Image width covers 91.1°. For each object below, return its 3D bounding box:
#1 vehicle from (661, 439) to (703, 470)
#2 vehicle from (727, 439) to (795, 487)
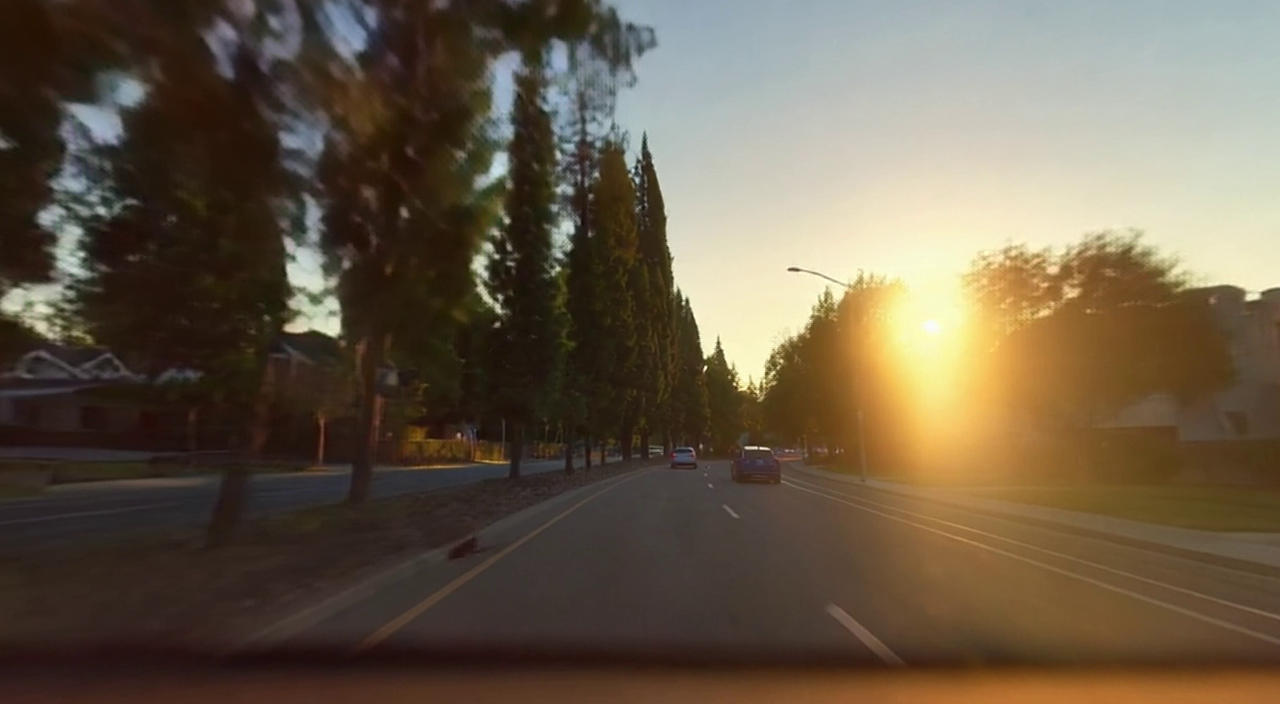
[{"bbox_3d":[2.726,6.406,39.491,2.251,1.822,4.391,-1,-8,8],"label":"vehicle"},{"bbox_3d":[4.520,4.197,24.142,1.971,1.663,4.287,-1,-8,3],"label":"vehicle"}]
